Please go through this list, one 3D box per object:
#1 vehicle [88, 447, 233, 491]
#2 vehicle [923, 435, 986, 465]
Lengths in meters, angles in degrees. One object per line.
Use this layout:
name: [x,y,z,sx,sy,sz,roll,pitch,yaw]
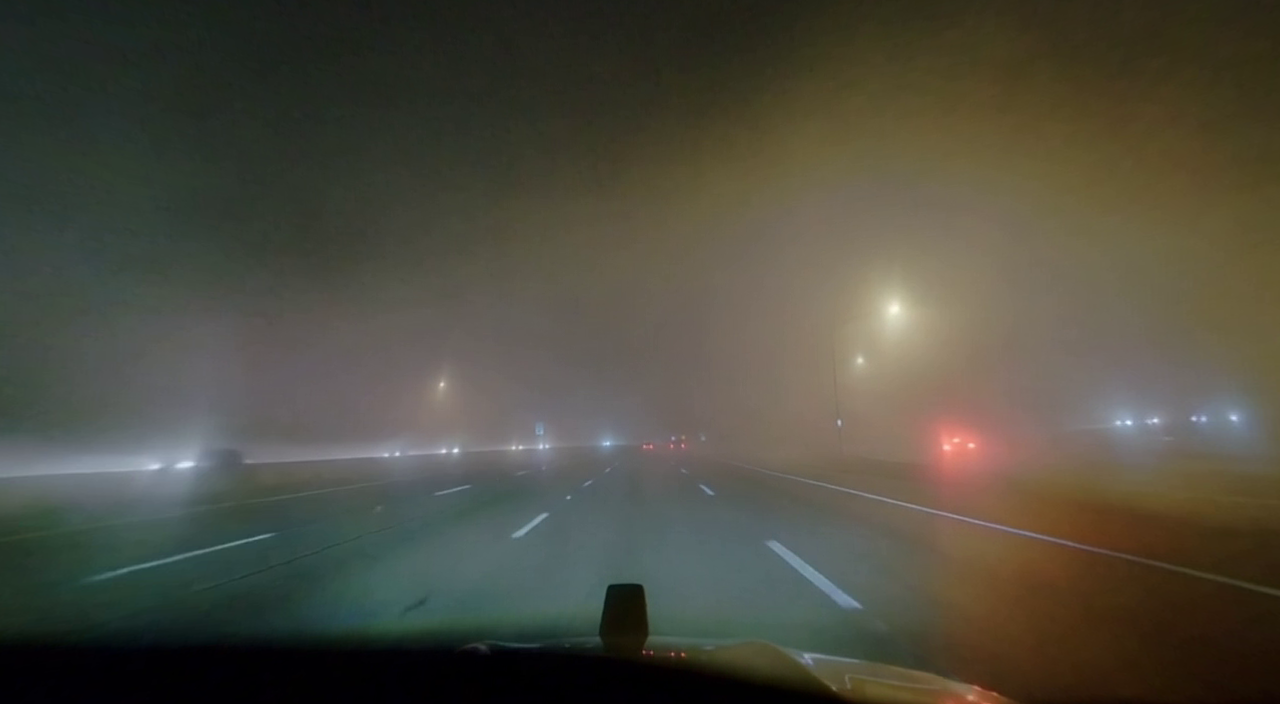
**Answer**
vehicle: [-17.830,4.322,23.758,1.877,1.455,4.489,0,-8,1]
vehicle: [18.861,5.906,38.017,2.039,1.658,4.457,-2,-8,9]
